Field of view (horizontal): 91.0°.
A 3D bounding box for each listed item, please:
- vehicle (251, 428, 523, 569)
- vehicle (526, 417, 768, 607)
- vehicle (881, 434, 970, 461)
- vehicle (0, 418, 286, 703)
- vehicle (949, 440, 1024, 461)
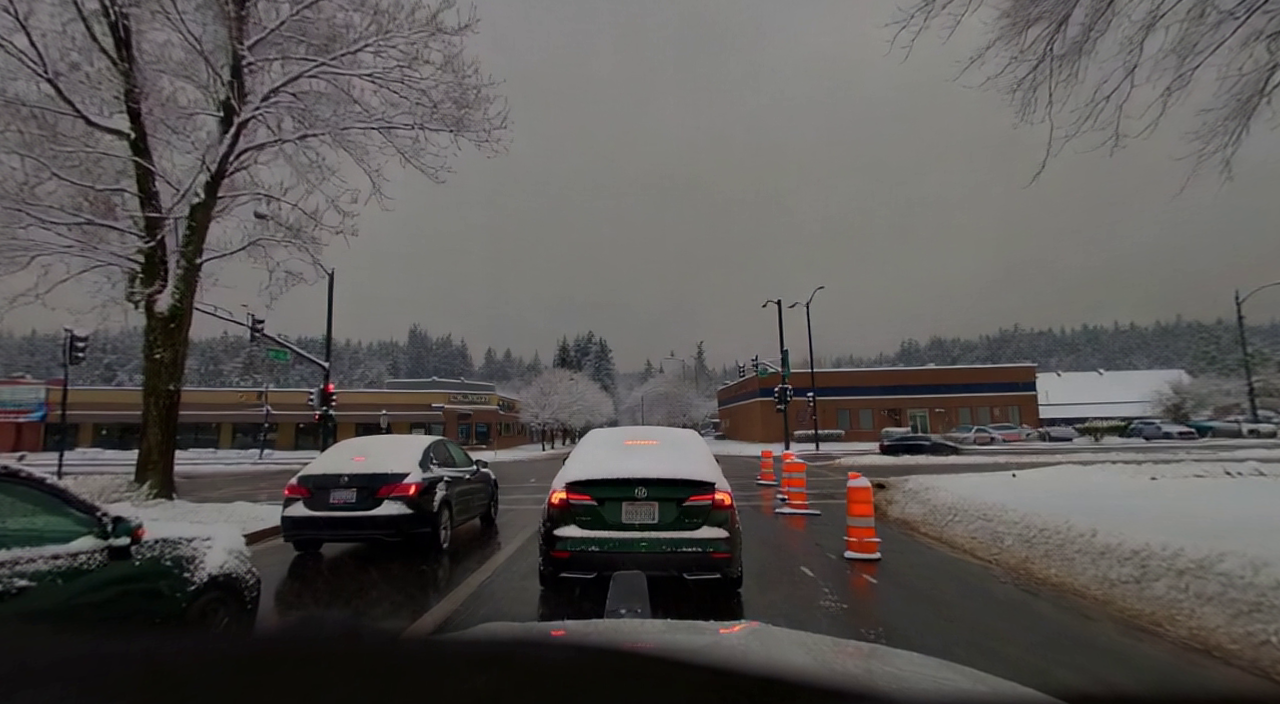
[{"bbox_3d":[-3.286,1.999,9.448,1.989,1.541,4.626,0,-9,2],"label":"vehicle"},{"bbox_3d":[0.098,1.625,7.209,2.021,1.560,3.676,0,-9,1],"label":"vehicle"},{"bbox_3d":[18.423,6.214,40.832,4.805,1.688,1.923,-1,-9,4],"label":"vehicle"},{"bbox_3d":[-3.597,0.952,2.143,1.964,1.497,4.722,0,-9,1],"label":"vehicle"},{"bbox_3d":[25.965,7.391,47.272,4.581,1.480,1.752,0,-9,0],"label":"vehicle"}]
